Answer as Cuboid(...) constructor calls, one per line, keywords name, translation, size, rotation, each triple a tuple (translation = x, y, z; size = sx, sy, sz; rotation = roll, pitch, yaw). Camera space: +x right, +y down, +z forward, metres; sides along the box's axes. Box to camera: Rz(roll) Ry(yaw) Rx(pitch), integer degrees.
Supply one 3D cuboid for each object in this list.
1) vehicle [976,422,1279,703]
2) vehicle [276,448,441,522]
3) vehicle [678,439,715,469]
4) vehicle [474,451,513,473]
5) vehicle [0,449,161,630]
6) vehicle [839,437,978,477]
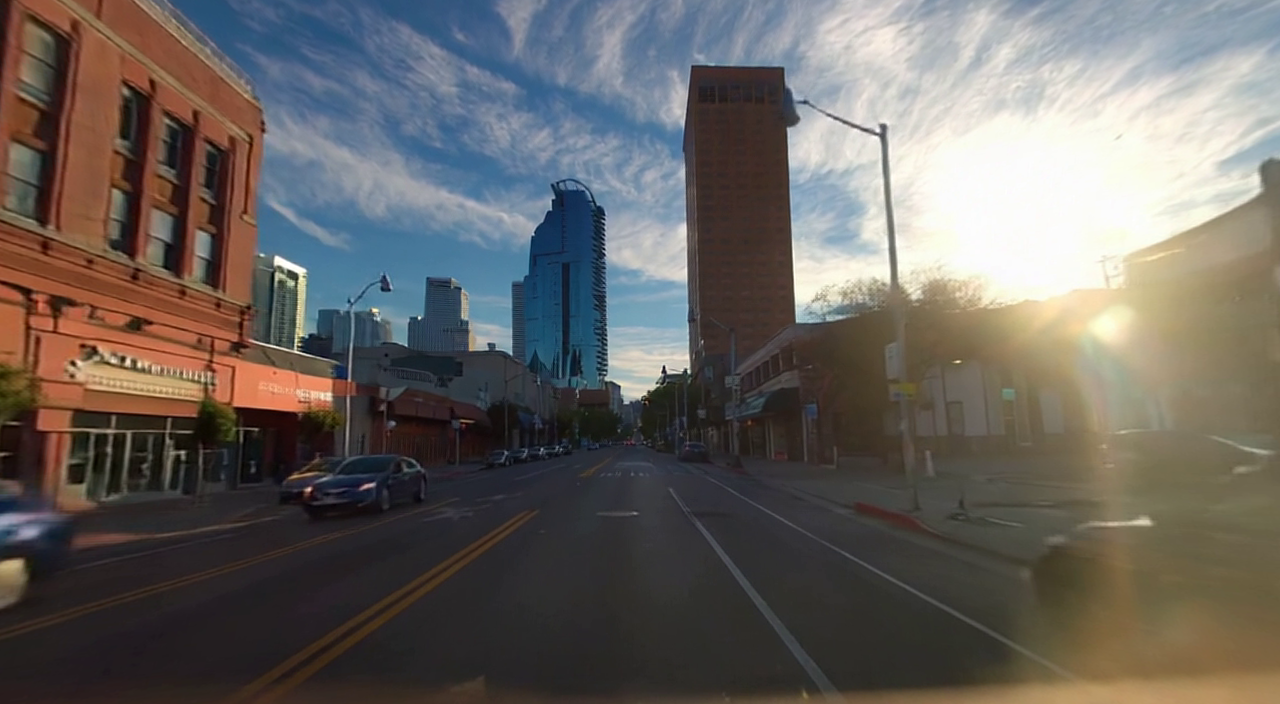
Cuboid(name="vehicle", translation=(3.721, 1.037, 2.655), size=(1.937, 1.481, 4.760), rotation=(0, -8, -1))
Cuboid(name="vehicle", translation=(-6.599, 3.129, 15.520), size=(1.962, 1.475, 4.580), rotation=(0, -8, 0))
Cuboid(name="vehicle", translation=(3.590, 6.573, 40.960), size=(2.118, 1.779, 5.121), rotation=(0, -8, 2))
Cuboid(name="vehicle", translation=(-11.275, 8.468, 49.000), size=(2.018, 1.553, 4.407), rotation=(0, -8, -1))
Cuboid(name="vehicle", translation=(-6.355, 1.478, 4.578), size=(1.993, 1.484, 4.812), rotation=(0, -8, 0))
Cuboid(name="vehicle", translation=(10.594, 4.149, 25.154), size=(4.611, 1.494, 1.982), rotation=(0, -8, -4))
